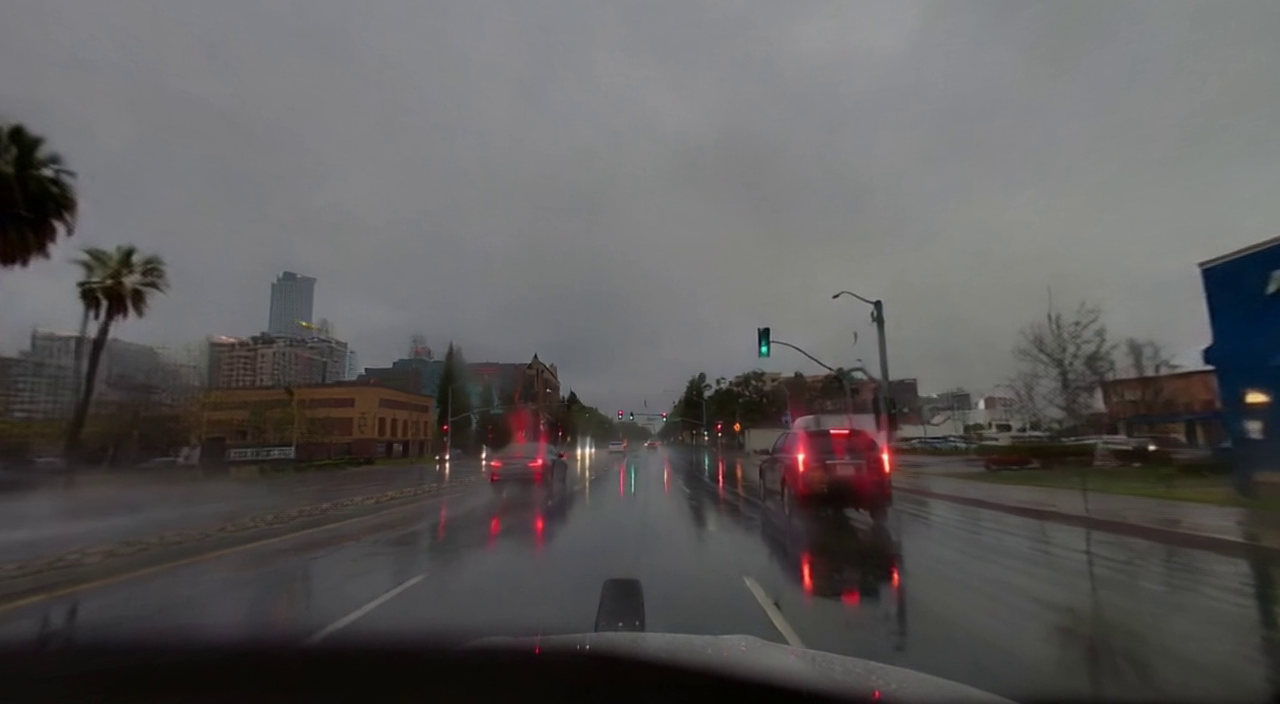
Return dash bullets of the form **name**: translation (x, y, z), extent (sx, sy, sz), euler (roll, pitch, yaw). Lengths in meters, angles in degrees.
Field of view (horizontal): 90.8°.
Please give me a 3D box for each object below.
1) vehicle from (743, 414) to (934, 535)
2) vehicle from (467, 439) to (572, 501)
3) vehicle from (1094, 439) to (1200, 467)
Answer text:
- **vehicle**: translation (3.213, 2.093, 11.290), extent (1.982, 1.711, 4.276), euler (0, -9, 0)
- **vehicle**: translation (-3.183, 3.199, 17.582), extent (2.034, 1.498, 3.995), euler (-1, -9, 2)
- **vehicle**: translation (31.668, 6.330, 39.724), extent (1.947, 1.539, 5.296), euler (-2, -8, -4)
